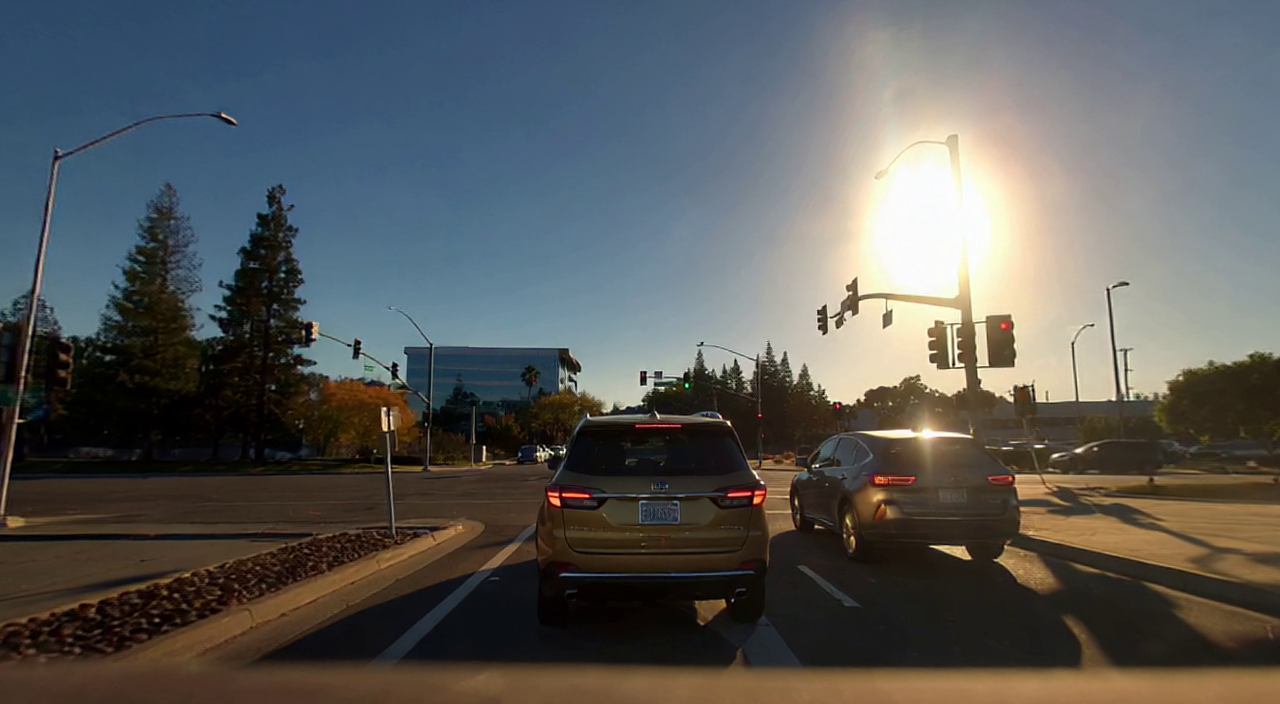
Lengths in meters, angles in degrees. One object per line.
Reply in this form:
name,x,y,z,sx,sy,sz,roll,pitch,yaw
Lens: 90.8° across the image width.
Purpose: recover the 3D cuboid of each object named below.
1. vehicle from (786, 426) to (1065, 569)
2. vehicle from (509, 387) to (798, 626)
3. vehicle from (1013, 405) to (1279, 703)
vehicle,3.526,1.860,8.866,1.861,1.495,4.215,0,-8,-1
vehicle,0.103,1.494,7.075,2.170,1.793,4.468,0,-8,0
vehicle,3.155,0.815,1.439,1.924,1.466,4.461,0,-8,1
